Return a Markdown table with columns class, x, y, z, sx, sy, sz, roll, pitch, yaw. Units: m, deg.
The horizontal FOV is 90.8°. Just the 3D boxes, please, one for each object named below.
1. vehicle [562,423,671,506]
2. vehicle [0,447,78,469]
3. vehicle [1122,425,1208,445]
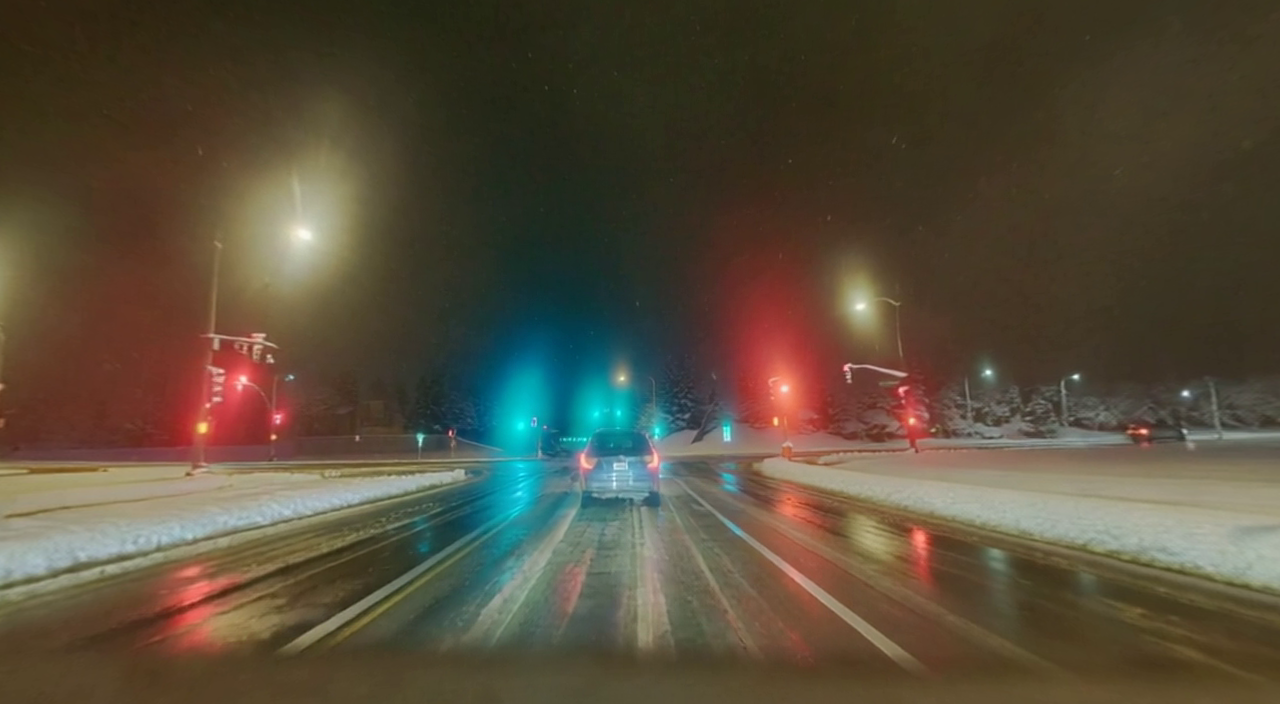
| class | x | y | z | sx | sy | sz | roll | pitch | yaw |
| --- | --- | --- | --- | --- | --- | --- | --- | --- | --- |
| vehicle | -0.523 | 2.630 | 15.174 | 2.218 | 1.657 | 4.551 | 0 | -8 | -1 |
| vehicle | -46.999 | 8.265 | 49.250 | 4.423 | 1.625 | 1.899 | 0 | -8 | -2 |
| vehicle | 40.034 | 6.350 | 48.191 | 4.926 | 1.462 | 1.803 | 0 | -8 | -1 |
